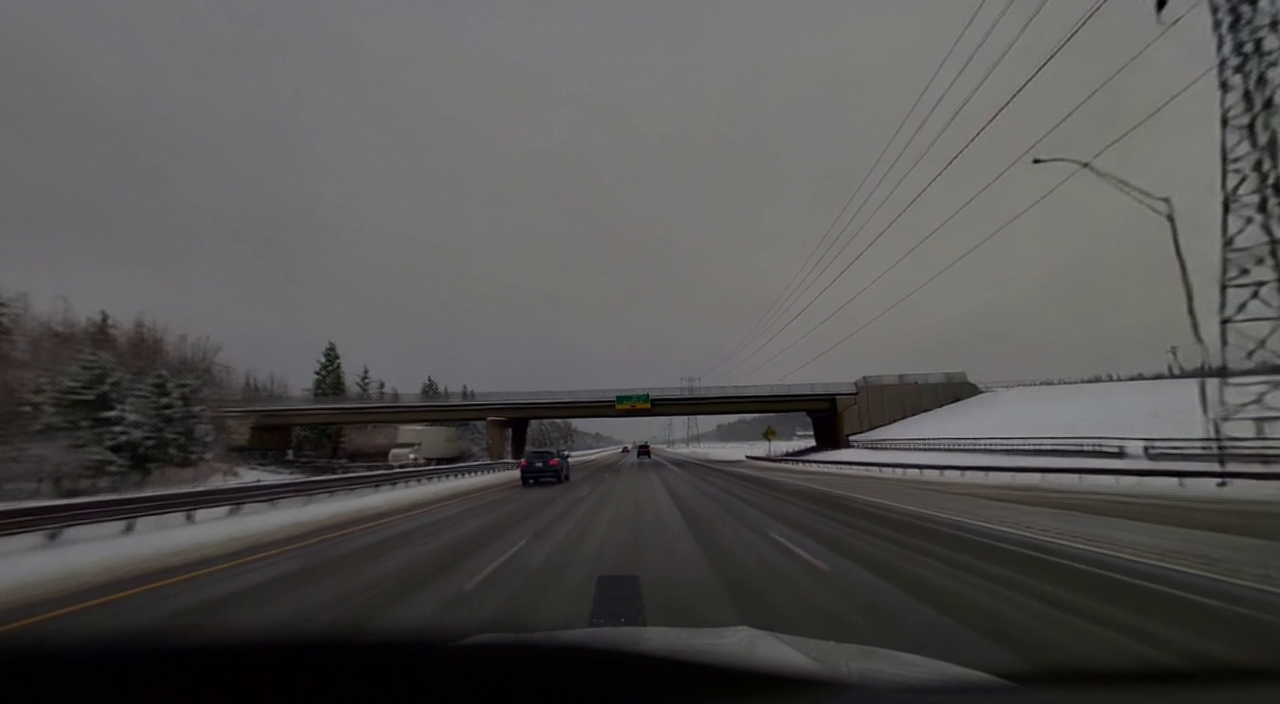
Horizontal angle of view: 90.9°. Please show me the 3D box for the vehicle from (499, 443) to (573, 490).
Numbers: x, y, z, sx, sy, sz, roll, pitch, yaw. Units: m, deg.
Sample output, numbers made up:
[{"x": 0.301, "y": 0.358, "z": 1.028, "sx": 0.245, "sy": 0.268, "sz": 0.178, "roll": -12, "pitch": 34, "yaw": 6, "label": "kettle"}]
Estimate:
[{"x": -3.658, "y": 4.105, "z": 22.869, "sx": 1.924, "sy": 1.550, "sz": 4.165, "roll": 0, "pitch": -9, "yaw": 1, "label": "vehicle"}]
